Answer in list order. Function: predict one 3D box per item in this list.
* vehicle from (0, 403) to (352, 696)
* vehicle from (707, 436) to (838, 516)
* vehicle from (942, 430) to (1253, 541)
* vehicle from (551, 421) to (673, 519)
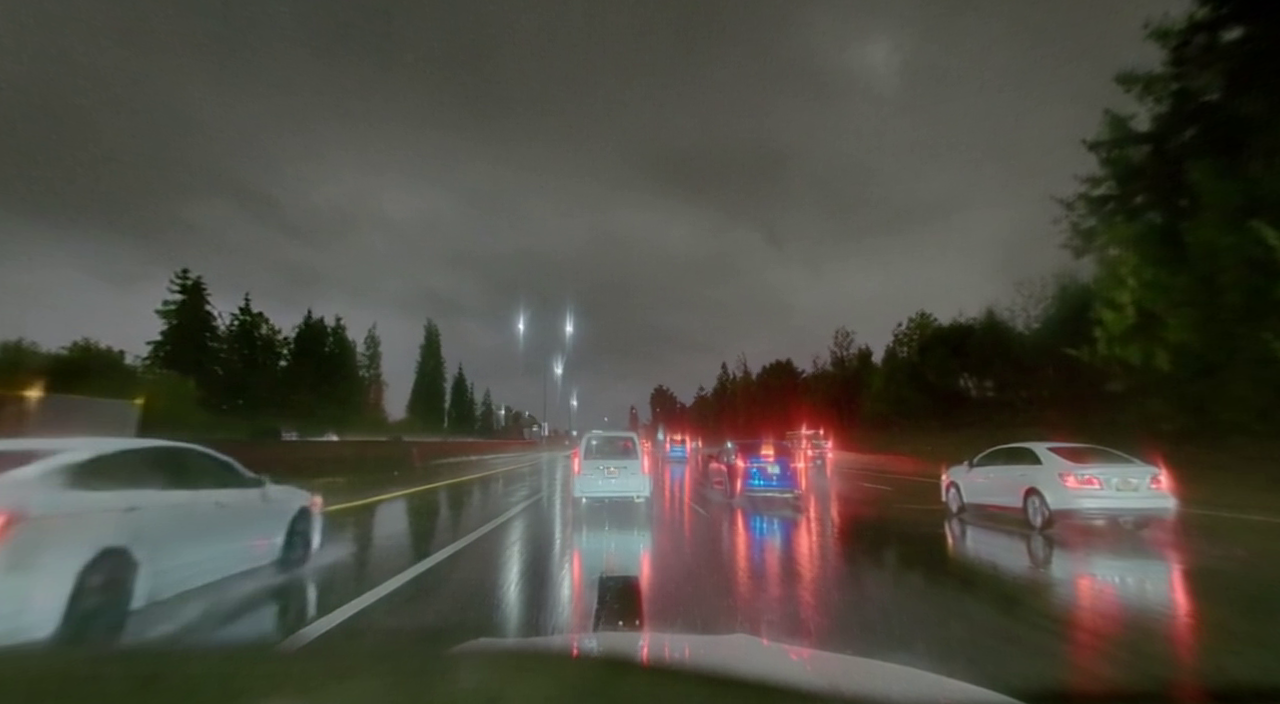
[{"bbox_3d":[-4.429,1.275,4.864,2.071,1.537,4.912,0,-9,0],"label":"vehicle"},{"bbox_3d":[2.829,2.761,14.506,1.975,1.532,4.227,1,-9,-2],"label":"vehicle"},{"bbox_3d":[8.083,2.374,11.910,2.106,1.641,4.671,1,-9,-5],"label":"vehicle"},{"bbox_3d":[-0.544,2.406,13.264,2.181,1.728,3.970,1,-9,-2],"label":"vehicle"}]
